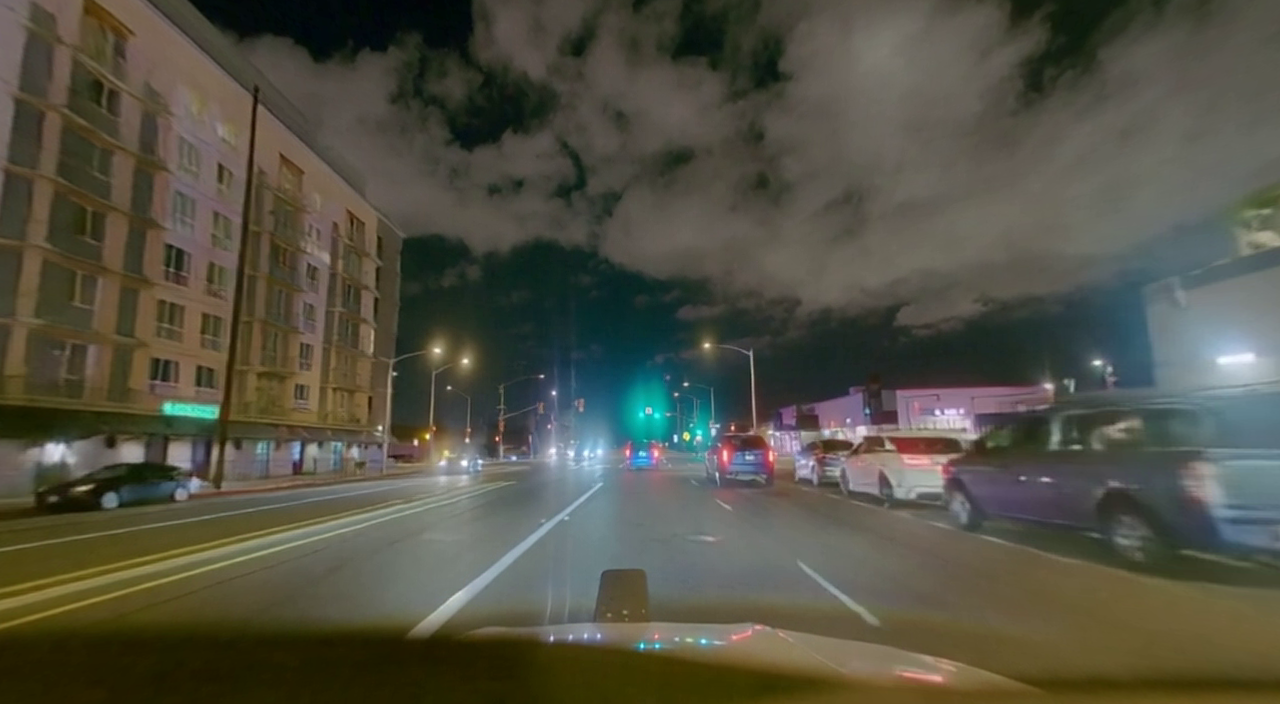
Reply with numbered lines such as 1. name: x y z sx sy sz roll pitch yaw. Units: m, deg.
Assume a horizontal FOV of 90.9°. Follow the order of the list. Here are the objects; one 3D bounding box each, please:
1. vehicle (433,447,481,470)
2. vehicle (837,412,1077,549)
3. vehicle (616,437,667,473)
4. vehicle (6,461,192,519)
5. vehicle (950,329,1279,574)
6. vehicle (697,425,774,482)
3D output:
1. vehicle: -12.552 7.294 43.449 2.023 1.496 4.529 0 -9 -1
2. vehicle: 6.859 2.680 14.880 2.440 2.204 6.276 -7 -5 2
3. vehicle: 0.077 4.920 30.219 2.245 1.587 4.094 0 -8 1
4. vehicle: -17.432 4.424 20.709 1.924 1.558 4.620 0 -9 1
5. vehicle: 6.694 1.254 8.398 2.396 2.218 5.242 -1 -8 0
6. vehicle: 3.522 3.860 24.244 2.159 1.938 4.836 0 -9 0
